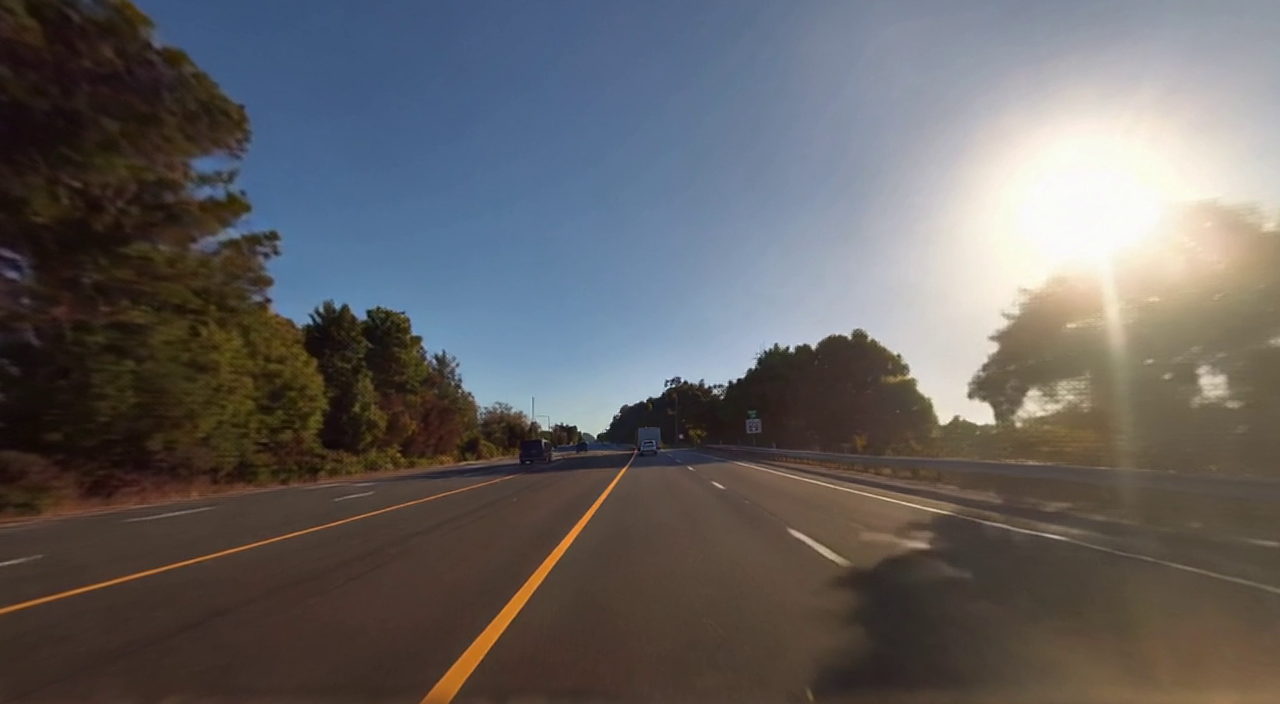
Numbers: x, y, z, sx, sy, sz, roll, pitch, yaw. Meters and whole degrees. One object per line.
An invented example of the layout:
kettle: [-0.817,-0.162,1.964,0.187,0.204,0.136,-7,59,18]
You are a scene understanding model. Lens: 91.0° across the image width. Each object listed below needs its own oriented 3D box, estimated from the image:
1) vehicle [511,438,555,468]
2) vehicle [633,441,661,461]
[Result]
vehicle: [-6.973,6.620,41.459,2.068,1.897,4.372,0,-8,2]
vehicle: [0.494,7.599,48.556,2.061,1.469,3.782,0,-8,0]
